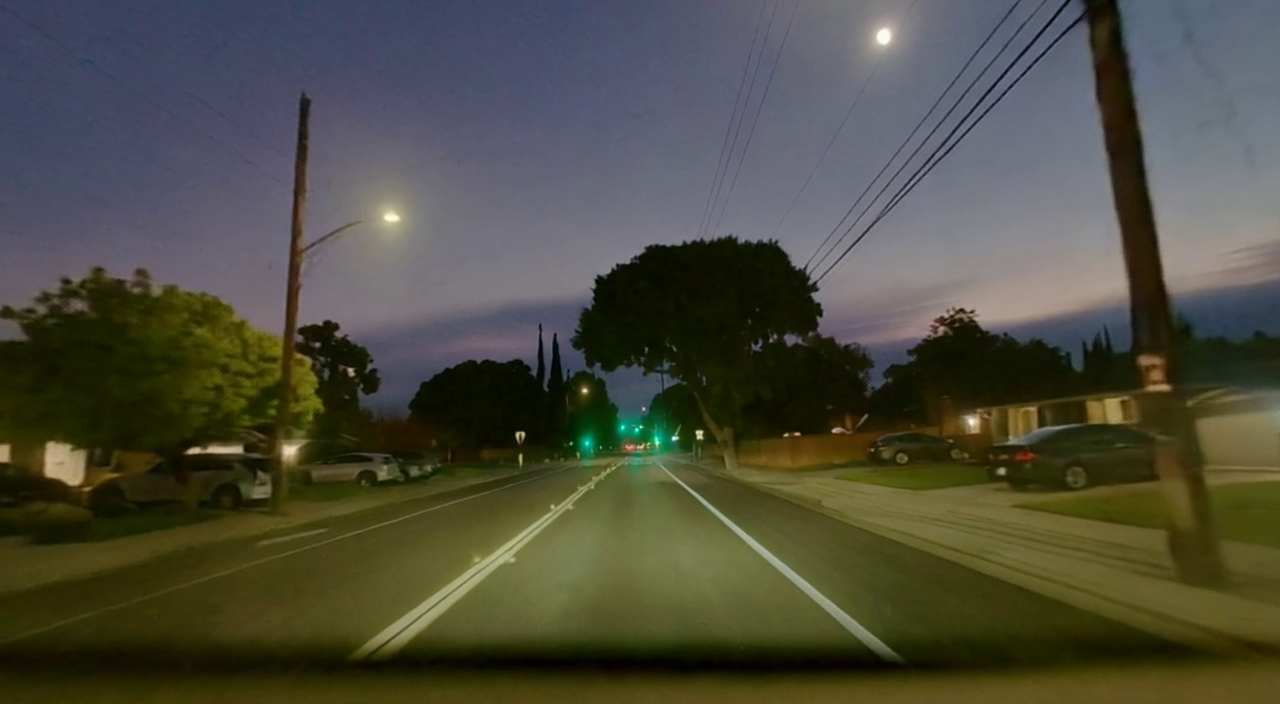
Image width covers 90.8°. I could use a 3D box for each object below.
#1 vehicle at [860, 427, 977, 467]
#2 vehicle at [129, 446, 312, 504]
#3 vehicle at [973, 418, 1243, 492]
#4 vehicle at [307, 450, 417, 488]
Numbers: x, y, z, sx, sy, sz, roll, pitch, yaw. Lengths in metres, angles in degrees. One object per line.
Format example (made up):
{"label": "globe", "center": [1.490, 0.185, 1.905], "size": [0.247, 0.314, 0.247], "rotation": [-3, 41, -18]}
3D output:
{"label": "vehicle", "center": [13.122, 4.474, 29.886], "size": [4.653, 1.775, 1.906], "rotation": [1, -9, -10]}
{"label": "vehicle", "center": [-12.918, 3.790, 19.734], "size": [4.207, 1.648, 1.956], "rotation": [1, -8, -6]}
{"label": "vehicle", "center": [10.732, 2.355, 14.700], "size": [4.908, 1.537, 2.065], "rotation": [1, -8, -9]}
{"label": "vehicle", "center": [-12.324, 5.193, 28.206], "size": [3.927, 1.560, 2.049], "rotation": [0, -8, 0]}
